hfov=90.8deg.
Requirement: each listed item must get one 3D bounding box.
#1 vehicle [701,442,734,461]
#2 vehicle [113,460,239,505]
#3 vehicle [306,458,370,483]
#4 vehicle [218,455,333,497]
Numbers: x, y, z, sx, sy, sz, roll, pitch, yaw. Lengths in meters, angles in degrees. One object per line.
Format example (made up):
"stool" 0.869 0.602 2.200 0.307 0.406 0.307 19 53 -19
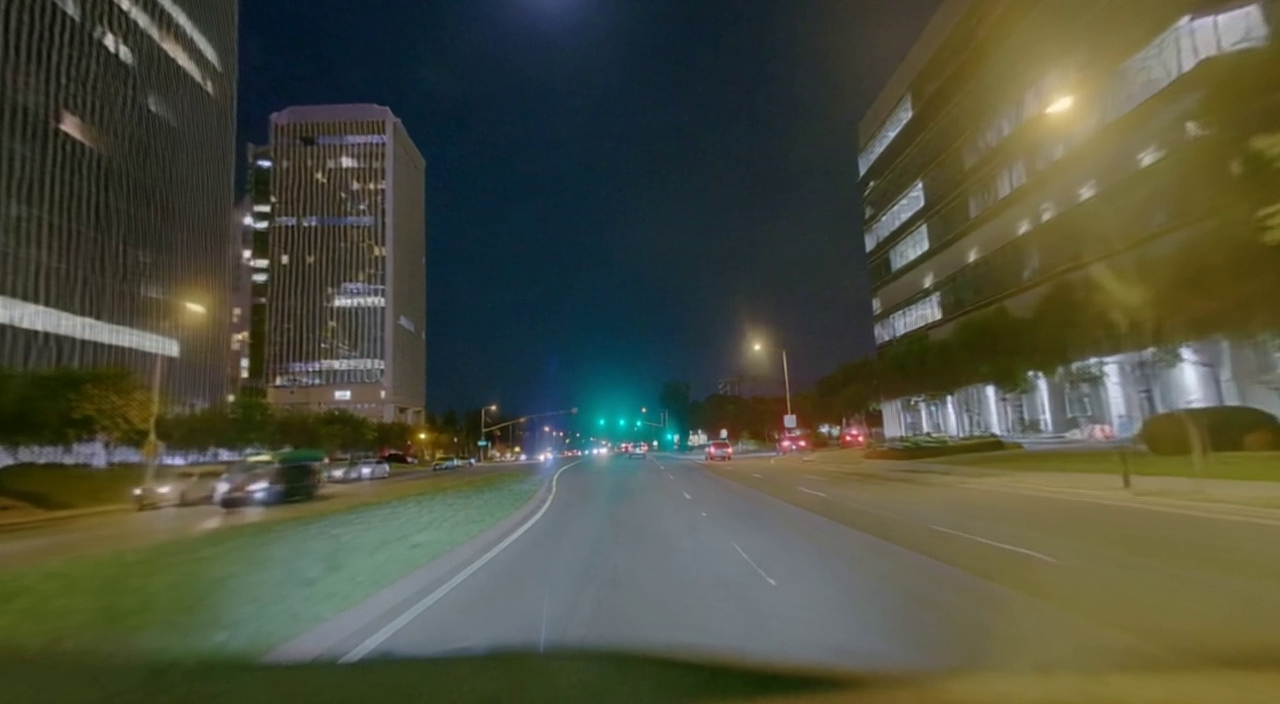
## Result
"vehicle" 6.051 7.860 49.868 1.992 1.447 4.414 0 -9 -1
"vehicle" -19.137 5.380 26.396 1.869 1.606 4.617 0 -9 -2
"vehicle" -19.178 7.517 40.369 1.850 1.451 4.450 0 -9 1
"vehicle" -15.111 5.122 26.568 1.955 1.516 4.849 0 -9 0
